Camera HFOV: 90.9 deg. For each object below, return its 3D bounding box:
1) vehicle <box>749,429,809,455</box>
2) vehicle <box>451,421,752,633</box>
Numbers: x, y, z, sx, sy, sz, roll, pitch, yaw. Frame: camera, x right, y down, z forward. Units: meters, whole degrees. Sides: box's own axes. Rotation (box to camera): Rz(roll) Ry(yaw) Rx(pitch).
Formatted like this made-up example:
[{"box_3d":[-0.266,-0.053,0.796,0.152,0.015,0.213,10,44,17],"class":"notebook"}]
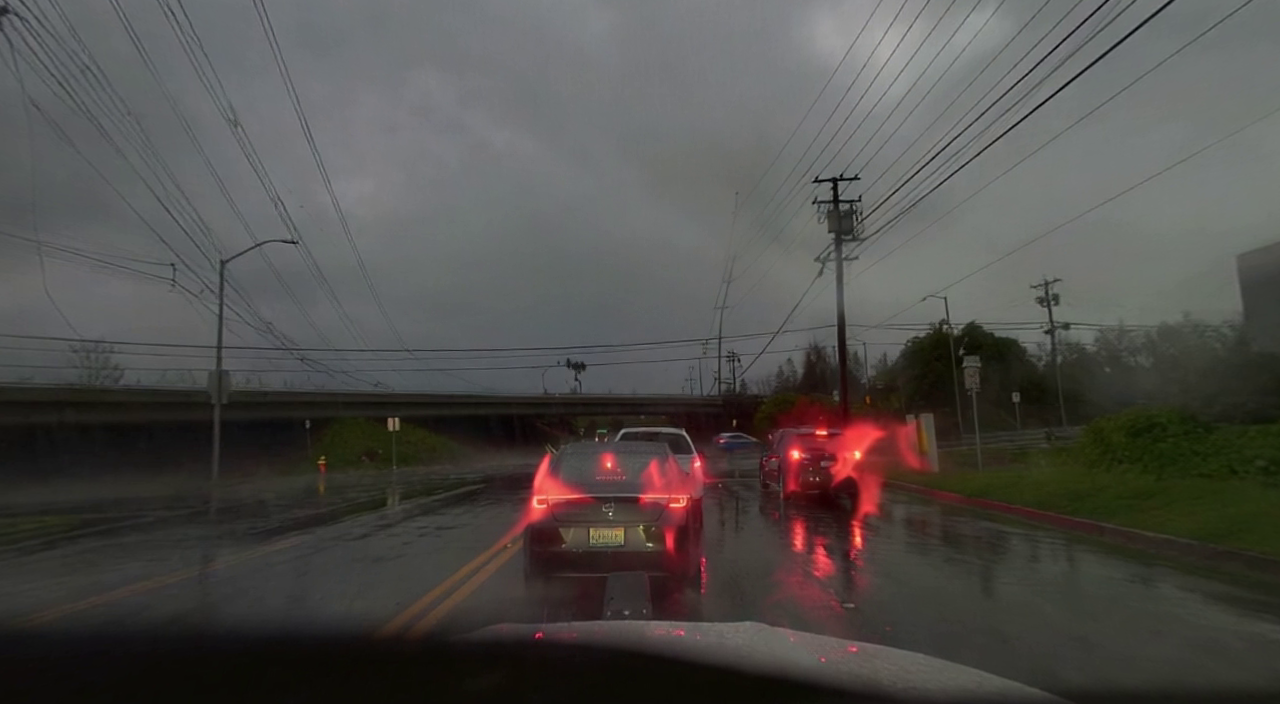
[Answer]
[{"box_3d":[10.157,6.552,45.900,1.966,1.785,4.855,-8,-12,43],"class":"vehicle"},{"box_3d":[-0.232,1.527,6.472,2.090,1.458,4.033,-1,-9,1],"class":"vehicle"}]
